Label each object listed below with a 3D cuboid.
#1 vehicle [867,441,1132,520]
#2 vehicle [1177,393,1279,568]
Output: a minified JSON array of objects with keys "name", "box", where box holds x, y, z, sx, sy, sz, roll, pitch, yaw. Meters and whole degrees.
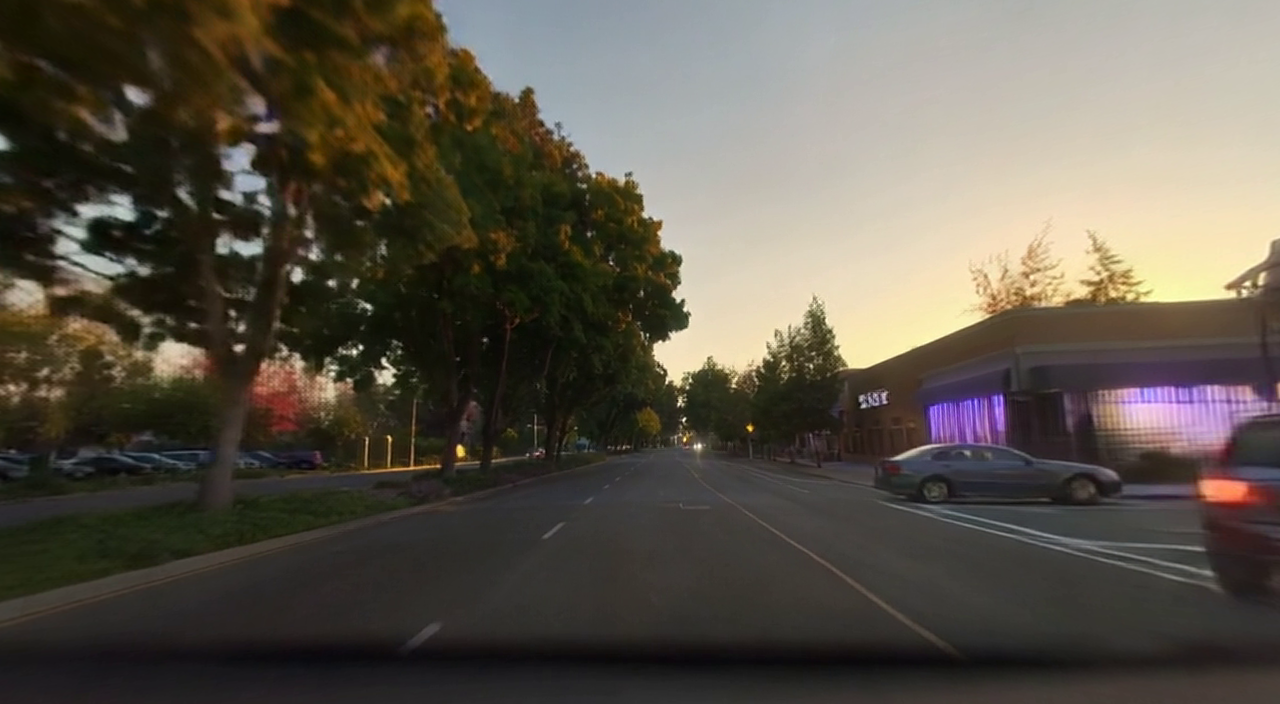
[{"name":"vehicle","box":[7.751,2.780,14.150,4.733,1.499,2.000,-4,-10,26]},{"name":"vehicle","box":[9.831,1.569,8.001,5.157,1.991,2.477,4,-9,-25]}]
